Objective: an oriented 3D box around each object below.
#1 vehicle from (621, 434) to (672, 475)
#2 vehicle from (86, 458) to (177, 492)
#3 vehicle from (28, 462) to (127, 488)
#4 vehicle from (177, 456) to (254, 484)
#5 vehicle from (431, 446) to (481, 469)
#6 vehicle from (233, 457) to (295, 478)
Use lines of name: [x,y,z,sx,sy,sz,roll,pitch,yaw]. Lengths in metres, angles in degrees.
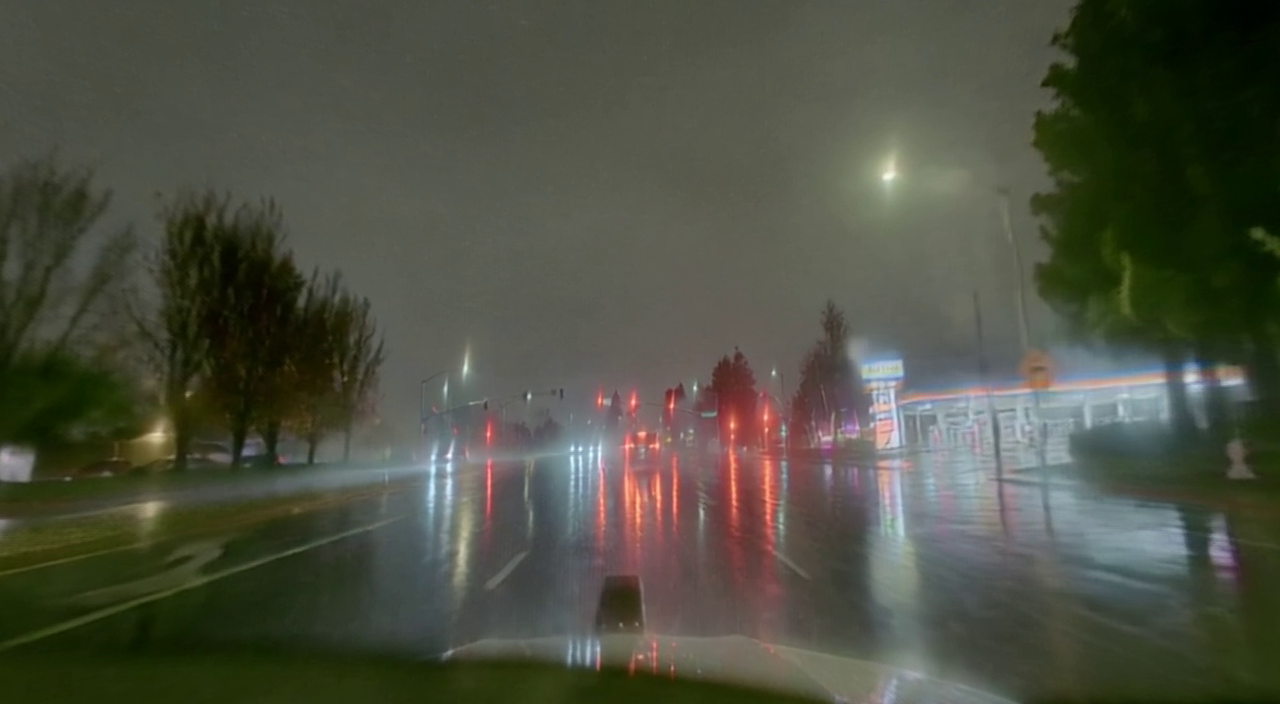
vehicle: [0.288,4.743,29.317,2.213,1.715,4.242,0,-9,0]
vehicle: [-28.052,6.702,34.689,4.662,1.677,2.026,-5,-9,27]
vehicle: [-38.238,8.353,42.945,4.536,1.613,2.000,4,-9,-25]
vehicle: [-28.088,7.748,41.623,4.428,1.708,1.952,-4,-9,21]
vehicle: [-12.355,7.113,42.605,1.911,1.489,4.423,-1,-8,2]
vehicle: [-28.560,8.754,47.774,4.538,1.469,1.912,-5,-10,29]
